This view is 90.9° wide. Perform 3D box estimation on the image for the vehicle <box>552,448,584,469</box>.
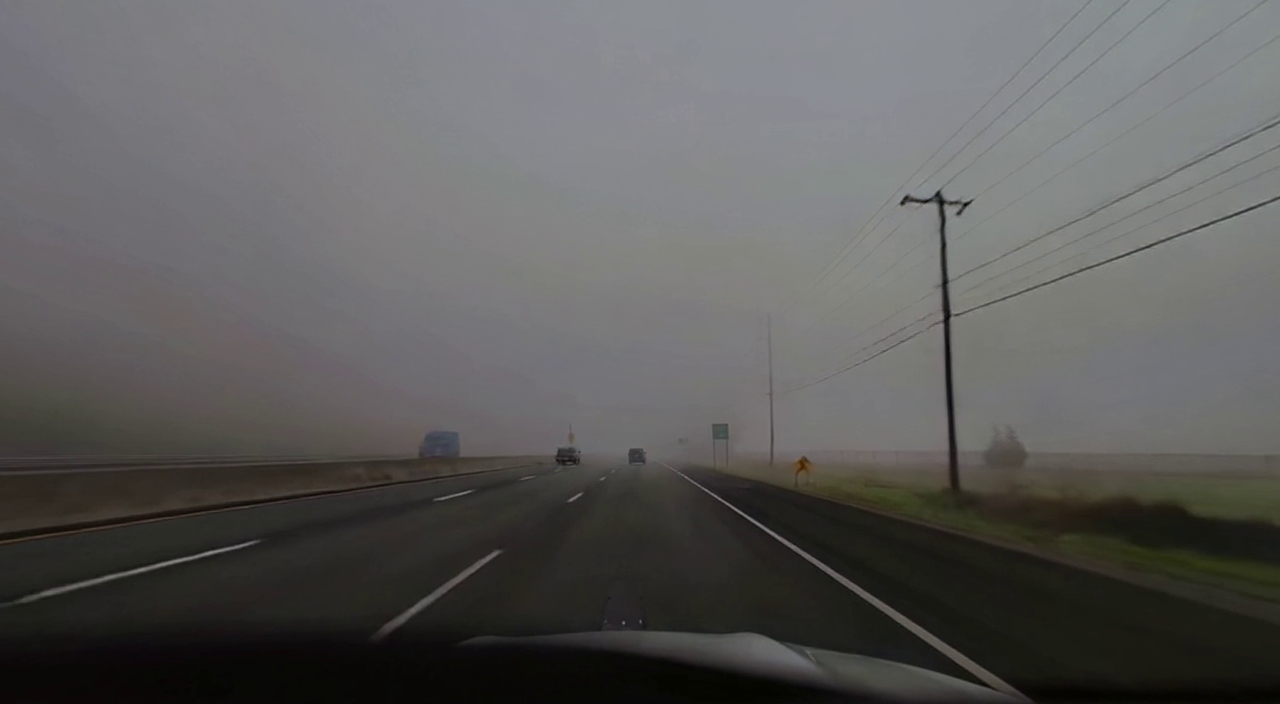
[{"bbox_3d":[-5.448,8.111,48.215,1.911,1.491,3.624,-1,-9,2],"label":"vehicle"}]
